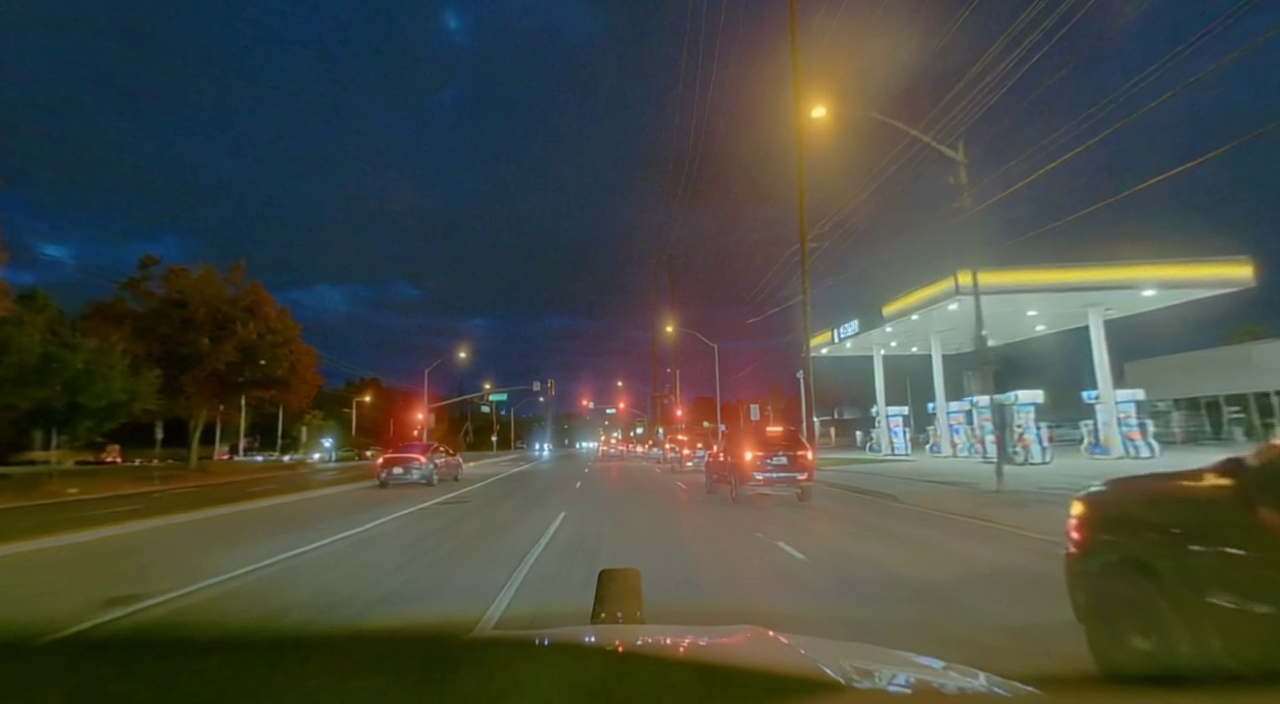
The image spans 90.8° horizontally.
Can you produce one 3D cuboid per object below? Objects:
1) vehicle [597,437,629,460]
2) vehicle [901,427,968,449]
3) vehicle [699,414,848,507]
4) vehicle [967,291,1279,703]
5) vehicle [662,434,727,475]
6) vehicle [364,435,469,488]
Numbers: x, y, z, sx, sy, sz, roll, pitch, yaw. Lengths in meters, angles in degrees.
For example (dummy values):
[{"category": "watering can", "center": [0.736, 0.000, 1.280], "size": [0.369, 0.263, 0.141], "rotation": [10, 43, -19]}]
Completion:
[{"category": "vehicle", "center": [-1.889, 6.579, 43.078], "size": [2.065, 1.484, 3.894], "rotation": [0, -8, -4]}, {"category": "vehicle", "center": [22.181, 6.550, 47.823], "size": [1.934, 1.570, 5.073], "rotation": [1, -9, -10]}, {"category": "vehicle", "center": [2.912, 2.529, 15.131], "size": [2.124, 1.824, 4.973], "rotation": [0, -8, -4]}, {"category": "vehicle", "center": [3.560, 0.584, 1.488], "size": [2.582, 1.810, 5.315], "rotation": [0, -8, -2]}, {"category": "vehicle", "center": [2.127, 4.163, 25.877], "size": [1.945, 1.470, 4.363], "rotation": [0, -8, -5]}, {"category": "vehicle", "center": [-7.006, 3.461, 20.309], "size": [2.075, 1.470, 4.190], "rotation": [0, -8, -4]}]
